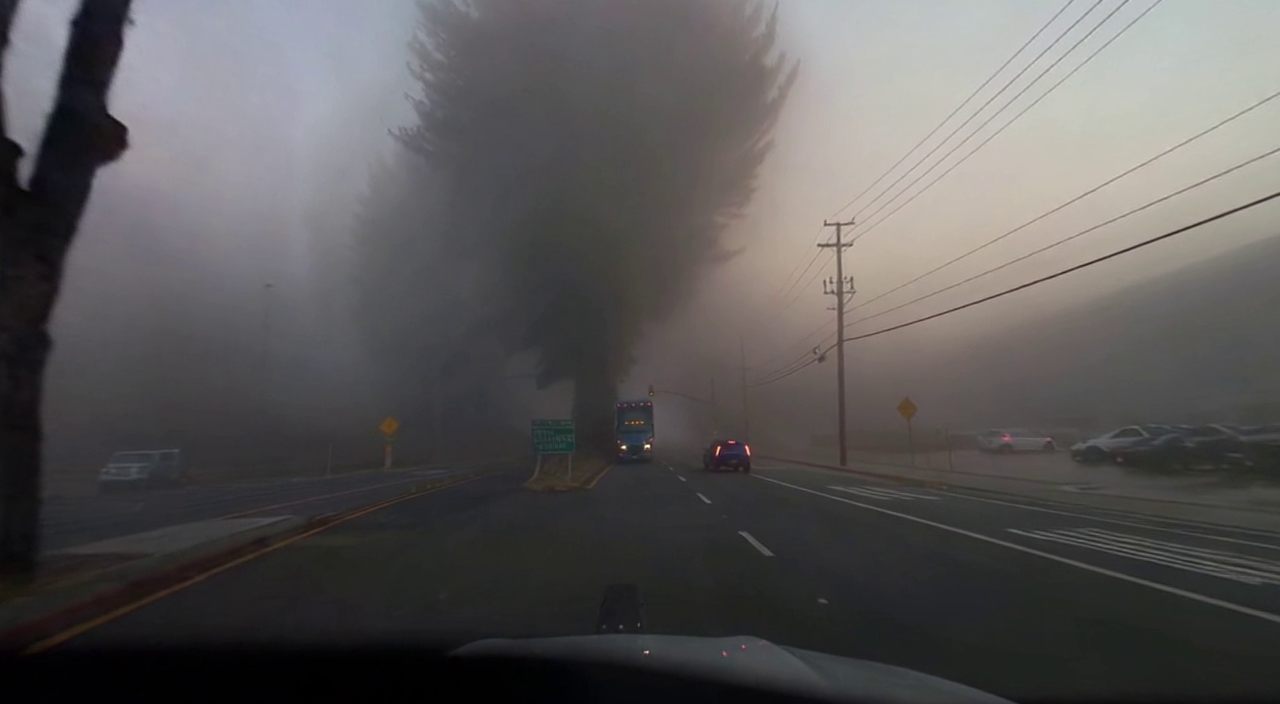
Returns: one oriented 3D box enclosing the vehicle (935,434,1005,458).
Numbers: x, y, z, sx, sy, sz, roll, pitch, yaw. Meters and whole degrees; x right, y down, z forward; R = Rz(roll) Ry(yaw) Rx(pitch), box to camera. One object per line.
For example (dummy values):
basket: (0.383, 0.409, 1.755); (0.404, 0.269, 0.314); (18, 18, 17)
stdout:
vehicle: (20.747, 5.952, 39.949); (1.887, 1.448, 4.723); (0, -8, 0)

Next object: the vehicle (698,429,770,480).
vehicle: (3.615, 4.061, 25.284); (2.086, 1.803, 4.607); (0, -8, -1)

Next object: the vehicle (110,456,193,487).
vehicle: (-31.246, 7.615, 40.629); (2.099, 1.801, 4.957); (1, -9, -11)

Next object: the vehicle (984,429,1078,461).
vehicle: (20.564, 4.921, 33.469); (2.010, 1.567, 4.519); (0, -8, -1)

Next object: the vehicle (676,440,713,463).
vehicle: (3.708, 6.924, 43.942); (2.146, 1.474, 4.564); (0, -8, 0)

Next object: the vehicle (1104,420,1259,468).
vehicle: (20.834, 3.582, 24.630); (1.917, 1.682, 4.575); (0, -8, -1)

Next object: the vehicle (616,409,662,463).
vehicle: (-0.044, 5.862, 43.605); (2.889, 3.347, 8.285); (0, -8, 0)
